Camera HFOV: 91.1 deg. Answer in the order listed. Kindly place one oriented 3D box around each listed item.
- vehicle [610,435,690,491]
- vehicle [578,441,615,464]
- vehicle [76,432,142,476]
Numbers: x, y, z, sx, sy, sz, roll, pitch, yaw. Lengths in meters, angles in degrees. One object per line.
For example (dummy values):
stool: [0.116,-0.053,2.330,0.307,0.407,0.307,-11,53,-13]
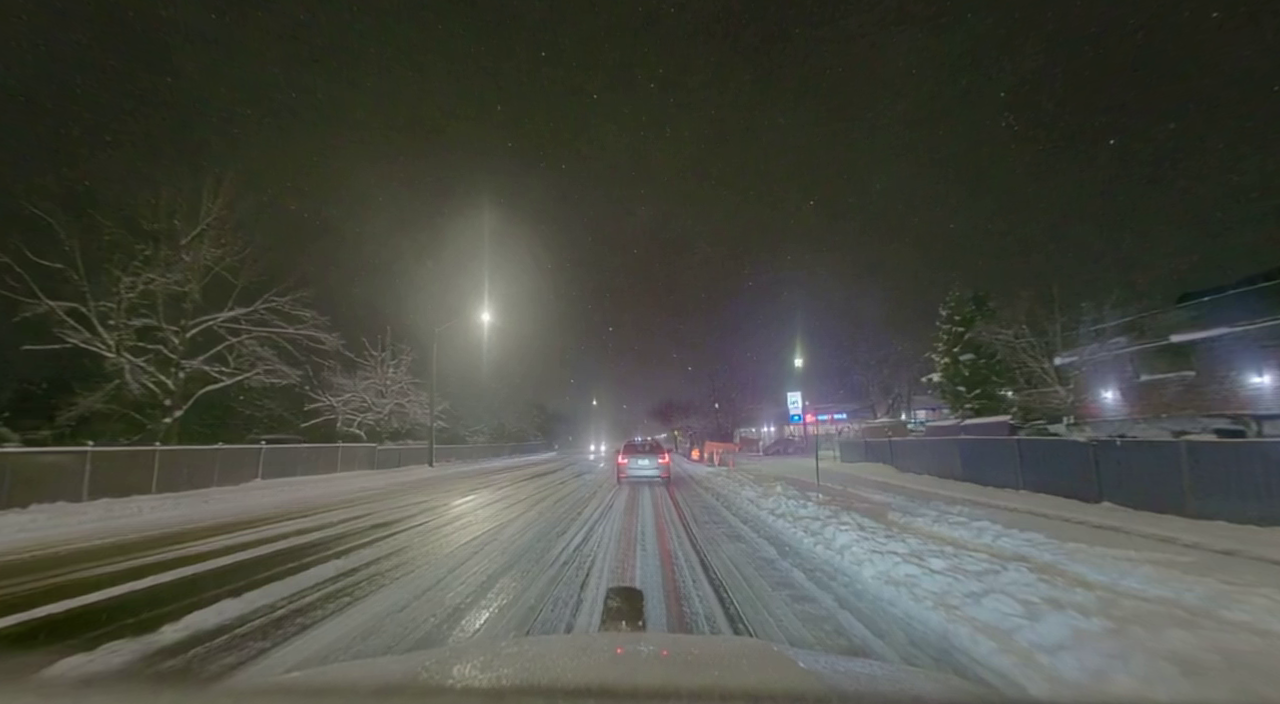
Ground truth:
vehicle: [0.256,3.325,19.117,2.144,1.514,4.063,0,-8,0]
vehicle: [-3.066,7.182,45.045,2.208,1.520,4.358,0,-8,1]
vehicle: [-32.280,6.172,38.222,1.805,2.504,2.723,1,-8,-11]
